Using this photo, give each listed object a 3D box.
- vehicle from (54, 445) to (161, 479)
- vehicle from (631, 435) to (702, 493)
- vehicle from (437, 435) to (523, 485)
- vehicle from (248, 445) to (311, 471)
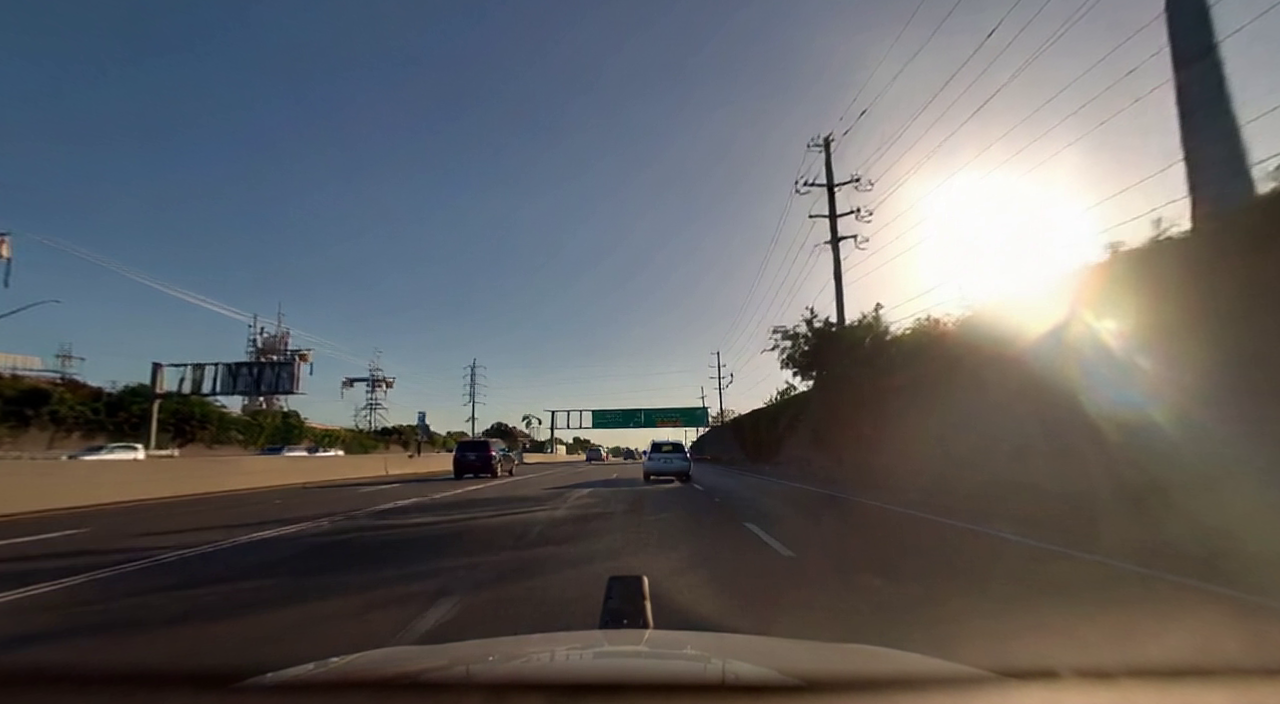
[{"bbox_3d":[-24.147,4.966,28.751,1.625,1.436,3.628,0,-8,1],"label":"vehicle"},{"bbox_3d":[0.813,3.674,21.016,2.134,1.733,4.049,0,-8,0],"label":"vehicle"},{"bbox_3d":[-6.338,4.333,25.590,2.220,1.841,4.516,0,-8,1],"label":"vehicle"},{"bbox_3d":[-20.575,6.019,36.086,1.556,1.393,3.373,0,-9,0],"label":"vehicle"}]
